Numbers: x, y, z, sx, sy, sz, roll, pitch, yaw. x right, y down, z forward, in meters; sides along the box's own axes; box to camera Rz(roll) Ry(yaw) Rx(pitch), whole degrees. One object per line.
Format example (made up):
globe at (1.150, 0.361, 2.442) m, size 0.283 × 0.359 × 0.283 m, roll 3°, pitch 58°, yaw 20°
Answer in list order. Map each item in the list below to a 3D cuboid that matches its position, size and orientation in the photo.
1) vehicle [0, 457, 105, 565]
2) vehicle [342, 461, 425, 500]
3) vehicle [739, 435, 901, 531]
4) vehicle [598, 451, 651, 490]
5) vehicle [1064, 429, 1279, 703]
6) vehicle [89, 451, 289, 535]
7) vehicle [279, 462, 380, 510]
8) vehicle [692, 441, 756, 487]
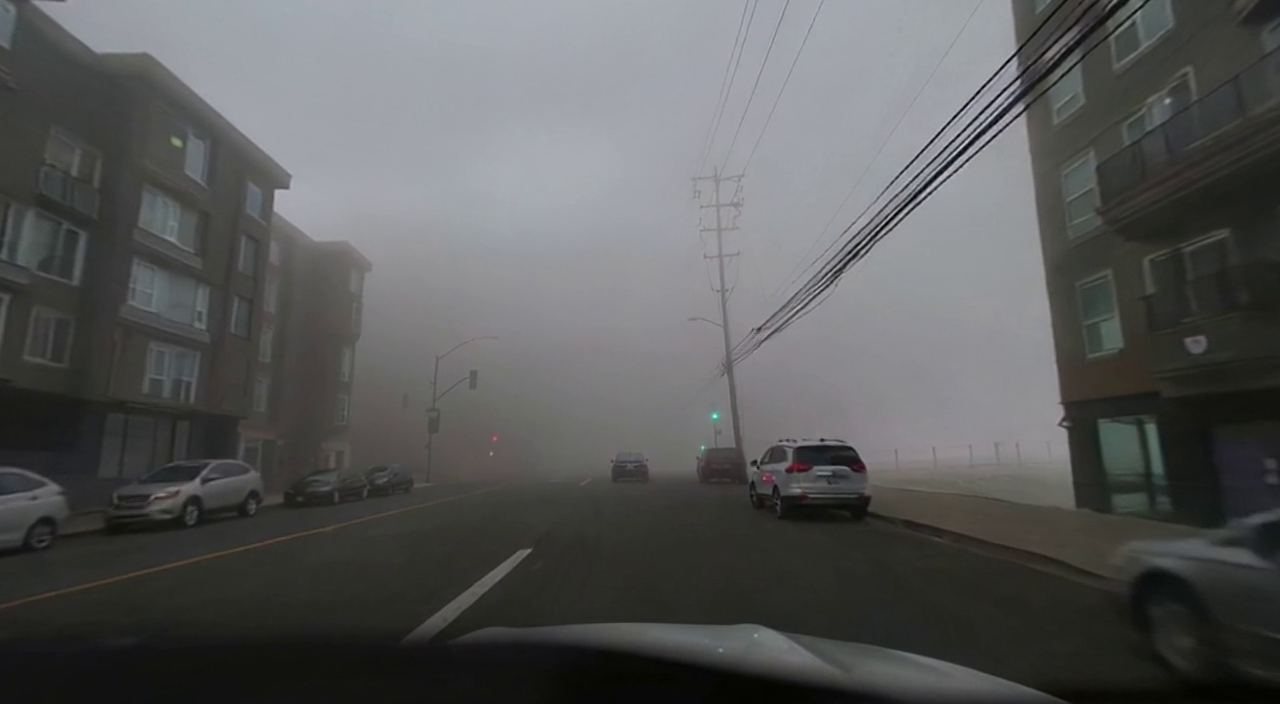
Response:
vehicle at (-11.856, 2.657, 10.389) m, size 2.039 × 1.781 × 4.536 m, roll 0°, pitch -9°, yaw 1°
vehicle at (-11.914, 5.948, 29.698) m, size 1.910 × 1.498 × 4.662 m, roll -3°, pitch -9°, yaw 1°
vehicle at (3.734, 2.816, 14.168) m, size 2.186 × 1.764 × 4.470 m, roll 0°, pitch -9°, yaw -2°
vehicle at (-0.570, 4.836, 26.144) m, size 2.019 × 1.453 × 4.129 m, roll 0°, pitch -9°, yaw 0°
vehicle at (4.056, 1.002, 2.280) m, size 1.956 × 1.489 × 4.441 m, roll 0°, pitch -9°, yaw 0°
vehicle at (-11.857, 3.659, 17.163) m, size 1.997 × 1.918 × 4.736 m, roll 0°, pitch -9°, yaw -1°
vehicle at (-11.958, 5.138, 24.649) m, size 2.004 × 1.526 × 3.807 m, roll -3°, pitch -9°, yaw 0°
vehicle at (3.791, 5.192, 29.575) m, size 2.248 × 1.945 × 5.011 m, roll 0°, pitch -9°, yaw -1°
